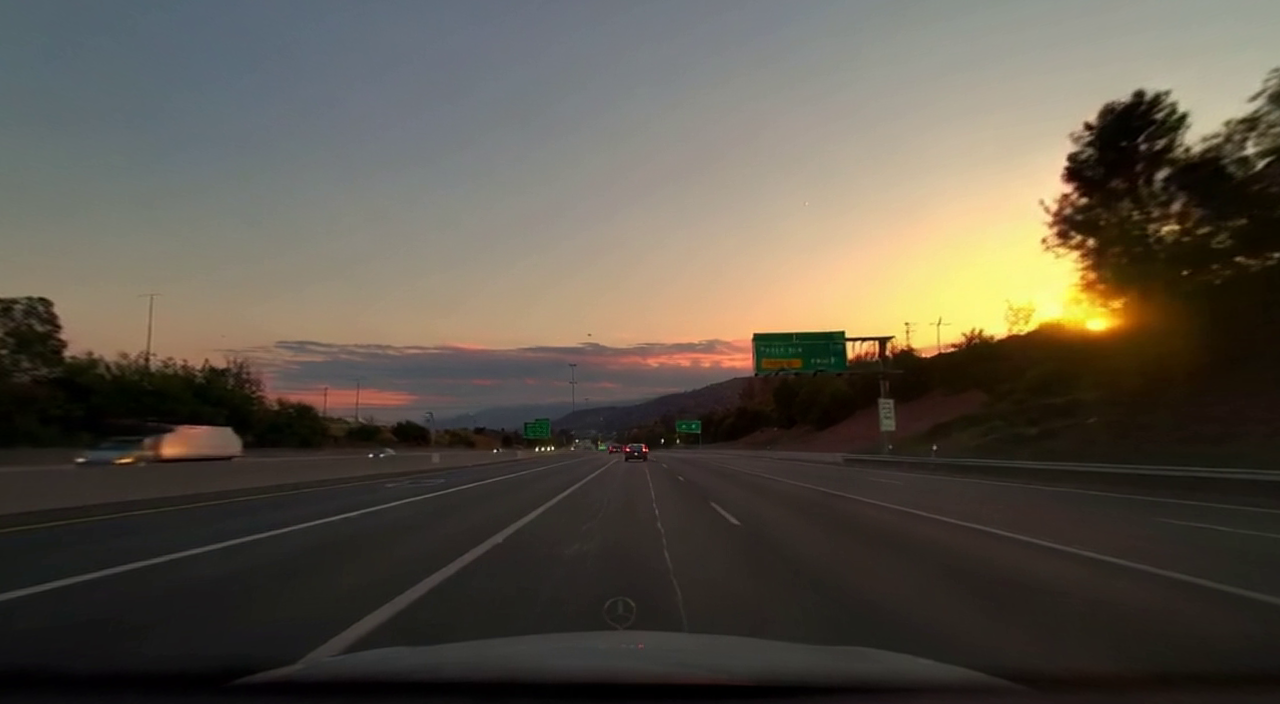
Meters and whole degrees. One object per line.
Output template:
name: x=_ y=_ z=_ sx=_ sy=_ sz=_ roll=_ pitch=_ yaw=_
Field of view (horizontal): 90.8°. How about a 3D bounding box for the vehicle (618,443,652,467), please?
vehicle: x=-0.367 y=6.845 z=42.087 sx=2.118 sy=1.466 sz=4.165 roll=0 pitch=-9 yaw=-2
